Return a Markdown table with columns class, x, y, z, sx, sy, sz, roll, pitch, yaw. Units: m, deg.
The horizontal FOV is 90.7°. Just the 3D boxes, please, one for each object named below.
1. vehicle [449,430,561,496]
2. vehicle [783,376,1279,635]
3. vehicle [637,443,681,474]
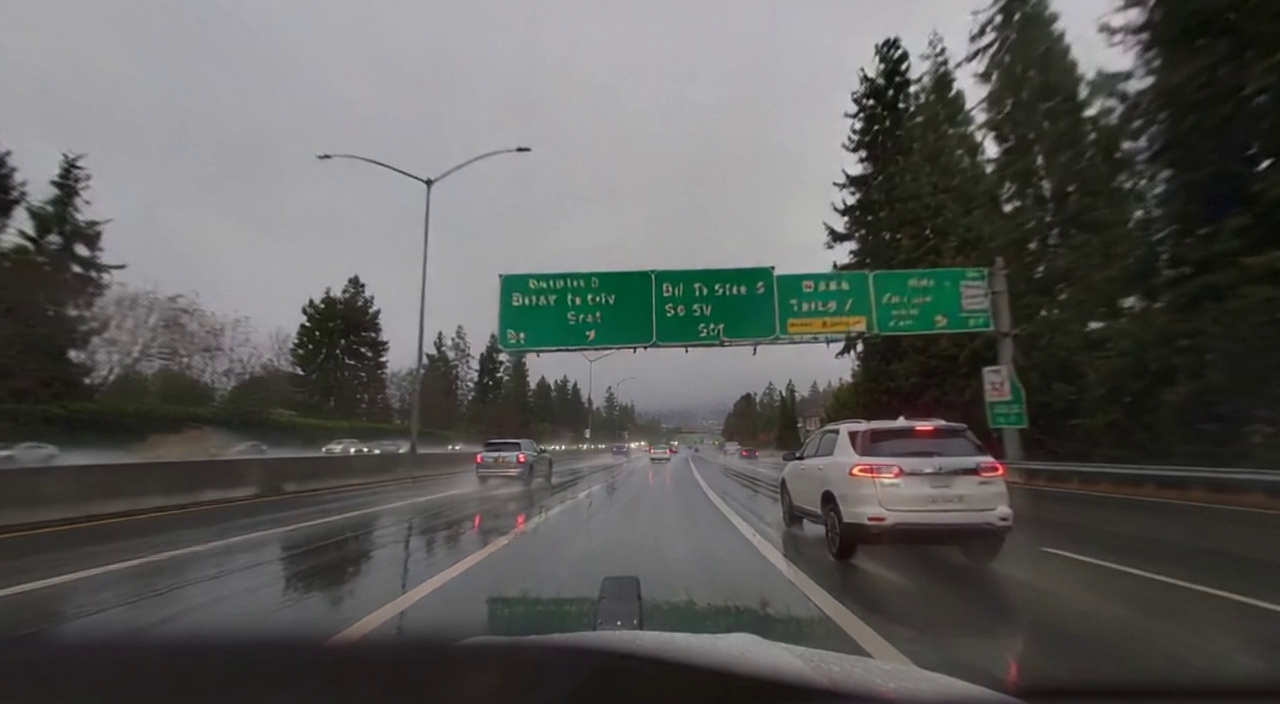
| class | x | y | z | sx | sy | sz | roll | pitch | yaw |
| --- | --- | --- | --- | --- | --- | --- | --- | --- | --- |
| vehicle | -3.793 | 3.216 | 18.657 | 2.260 | 1.706 | 4.177 | 0 | -9 | 2 |
| vehicle | 3.479 | 1.480 | 7.192 | 2.463 | 1.851 | 5.122 | 0 | -9 | -1 |
| vehicle | 1.017 | 5.565 | 33.228 | 2.146 | 1.485 | 4.332 | 0 | -9 | 2 |
